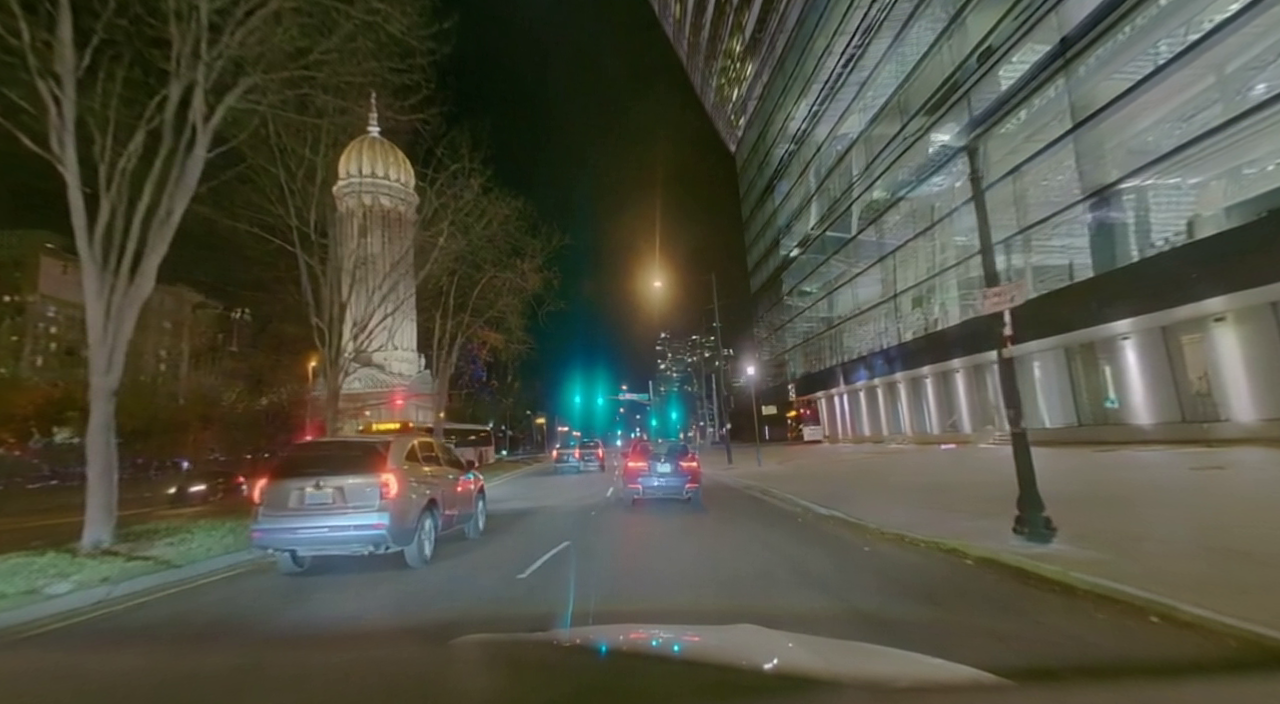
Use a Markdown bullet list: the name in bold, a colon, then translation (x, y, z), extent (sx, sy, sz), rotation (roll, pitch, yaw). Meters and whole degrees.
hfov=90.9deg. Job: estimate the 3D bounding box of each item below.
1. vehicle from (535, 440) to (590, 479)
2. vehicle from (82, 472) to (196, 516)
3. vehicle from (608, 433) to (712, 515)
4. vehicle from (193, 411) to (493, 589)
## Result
- **vehicle**: translation (-3.302, 4.670, 27.635), extent (1.961, 1.517, 4.202), rotation (0, -9, -1)
- **vehicle**: translation (-24.405, 6.880, 30.980), extent (2.010, 1.791, 4.518), rotation (1, -9, -3)
- **vehicle**: translation (0.309, 2.561, 13.678), extent (1.933, 1.504, 3.802), rotation (0, -9, -2)
- **vehicle**: translation (-3.218, 1.666, 7.802), extent (1.848, 1.641, 3.686), rotation (0, -9, 1)
